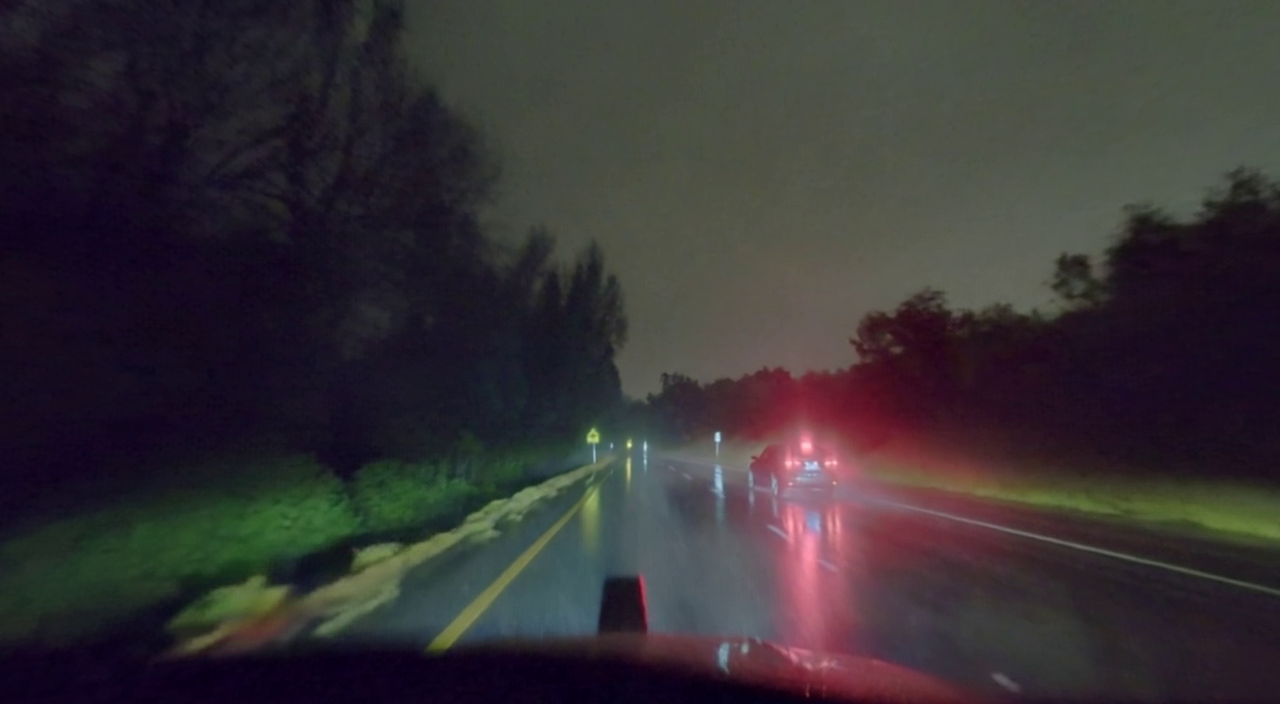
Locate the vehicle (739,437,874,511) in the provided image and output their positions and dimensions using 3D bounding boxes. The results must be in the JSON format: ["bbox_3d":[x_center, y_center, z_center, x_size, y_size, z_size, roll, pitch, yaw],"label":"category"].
[{"bbox_3d":[3.742,2.824,15.134,2.003,1.466,4.441,0,-8,0],"label":"vehicle"}]
